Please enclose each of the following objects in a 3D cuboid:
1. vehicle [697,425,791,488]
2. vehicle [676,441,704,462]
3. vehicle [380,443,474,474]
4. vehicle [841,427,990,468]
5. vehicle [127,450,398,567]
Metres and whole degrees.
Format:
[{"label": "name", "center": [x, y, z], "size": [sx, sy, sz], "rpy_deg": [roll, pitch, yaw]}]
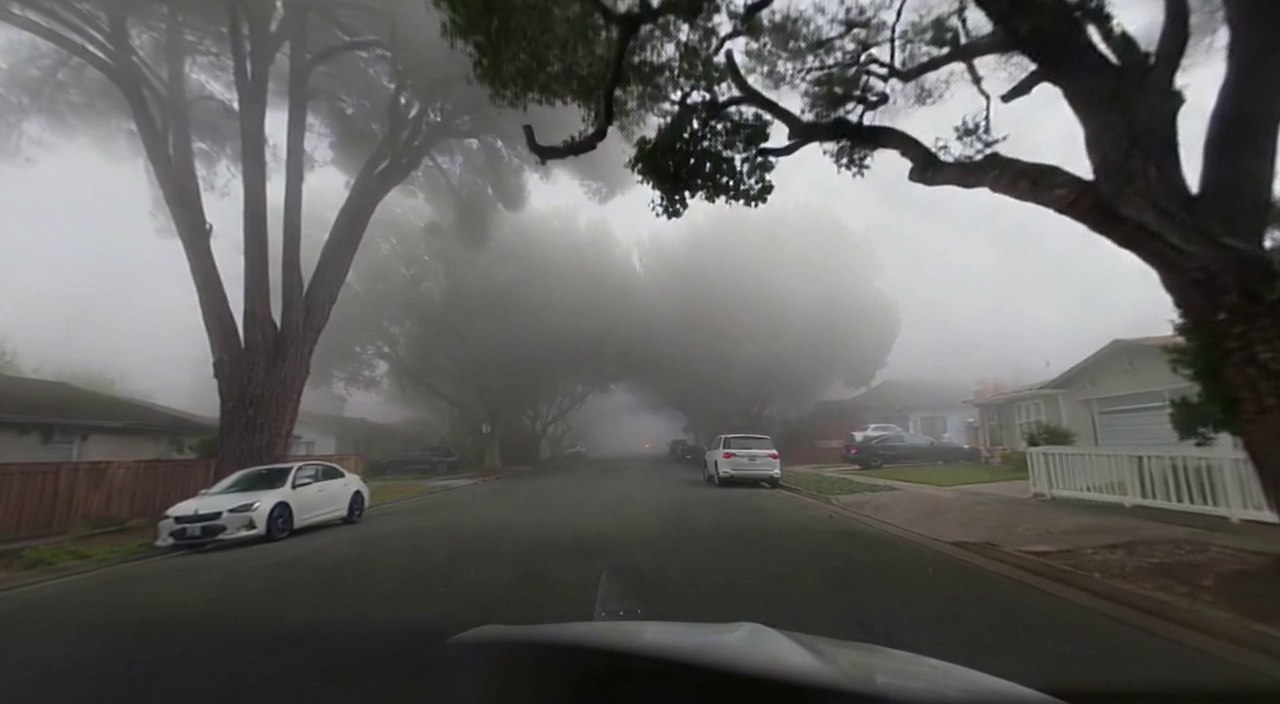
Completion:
[{"label": "vehicle", "center": [3.337, 3.485, 21.380], "size": [2.241, 1.875, 5.059], "rpy_deg": [0, -8, -1]}, {"label": "vehicle", "center": [3.798, 7.651, 48.746], "size": [2.016, 1.567, 4.228], "rpy_deg": [-1, -8, 2]}, {"label": "vehicle", "center": [-12.794, 6.416, 38.136], "size": [4.928, 1.797, 1.981], "rpy_deg": [-1, -8, 2]}, {"label": "vehicle", "center": [10.644, 3.759, 24.871], "size": [5.041, 1.486, 1.969], "rpy_deg": [-2, -9, 14]}, {"label": "vehicle", "center": [-6.249, 2.571, 11.225], "size": [2.099, 1.399, 4.357], "rpy_deg": [-4, -8, 1]}]
